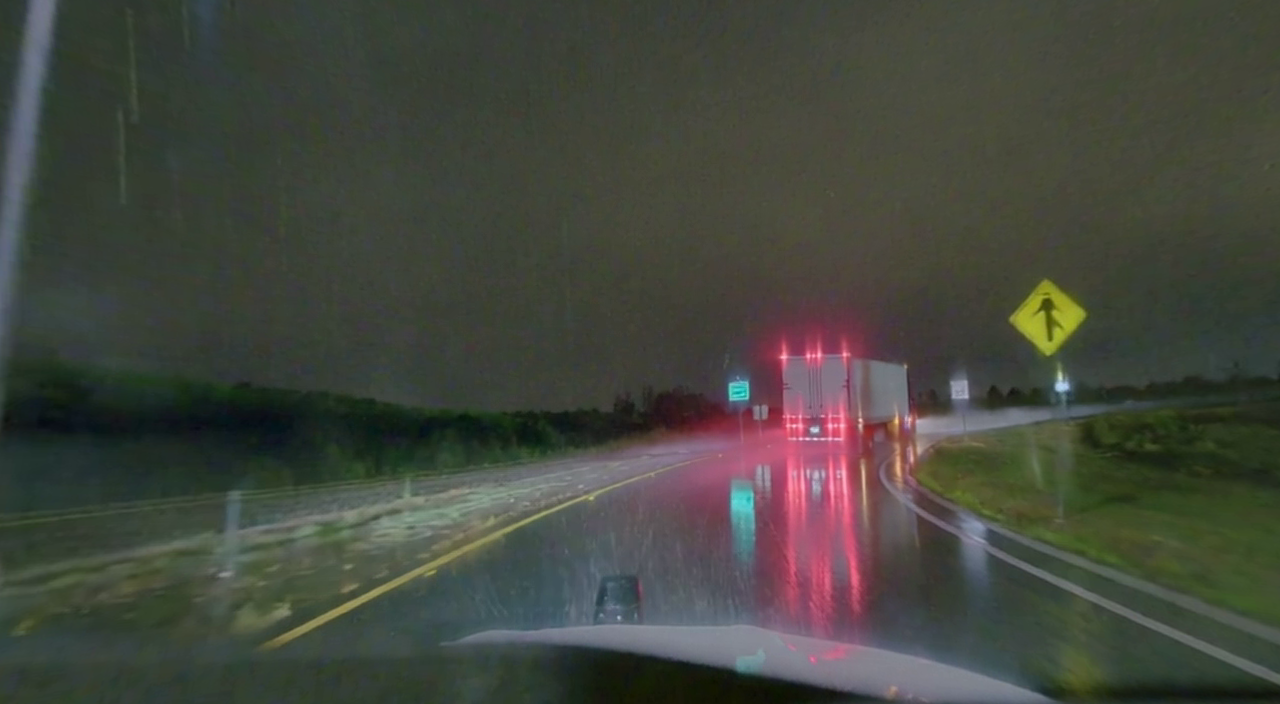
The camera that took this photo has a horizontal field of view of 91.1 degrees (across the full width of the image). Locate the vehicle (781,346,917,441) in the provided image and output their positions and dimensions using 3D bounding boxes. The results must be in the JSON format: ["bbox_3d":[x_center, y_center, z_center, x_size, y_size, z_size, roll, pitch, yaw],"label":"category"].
[{"bbox_3d":[10.083,2.300,29.327,2.837,3.712,10.484,-6,-10,35],"label":"vehicle"}]
